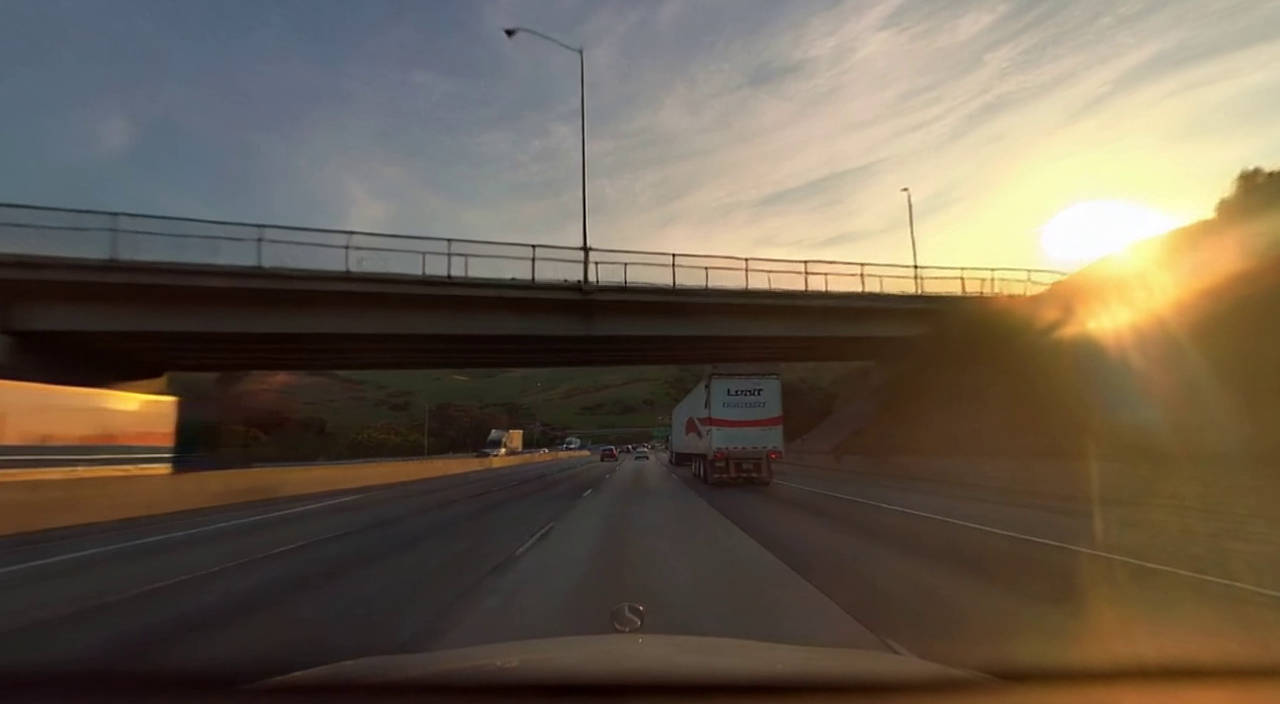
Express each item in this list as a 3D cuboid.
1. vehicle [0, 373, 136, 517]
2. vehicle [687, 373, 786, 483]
[{"bbox_3d":[-19.608,2.276,15.514,3.071,4.011,13.632,0,-9,0],"label":"vehicle"},{"bbox_3d":[3.816,3.425,27.279,2.885,3.992,8.526,0,-9,0],"label":"vehicle"}]
